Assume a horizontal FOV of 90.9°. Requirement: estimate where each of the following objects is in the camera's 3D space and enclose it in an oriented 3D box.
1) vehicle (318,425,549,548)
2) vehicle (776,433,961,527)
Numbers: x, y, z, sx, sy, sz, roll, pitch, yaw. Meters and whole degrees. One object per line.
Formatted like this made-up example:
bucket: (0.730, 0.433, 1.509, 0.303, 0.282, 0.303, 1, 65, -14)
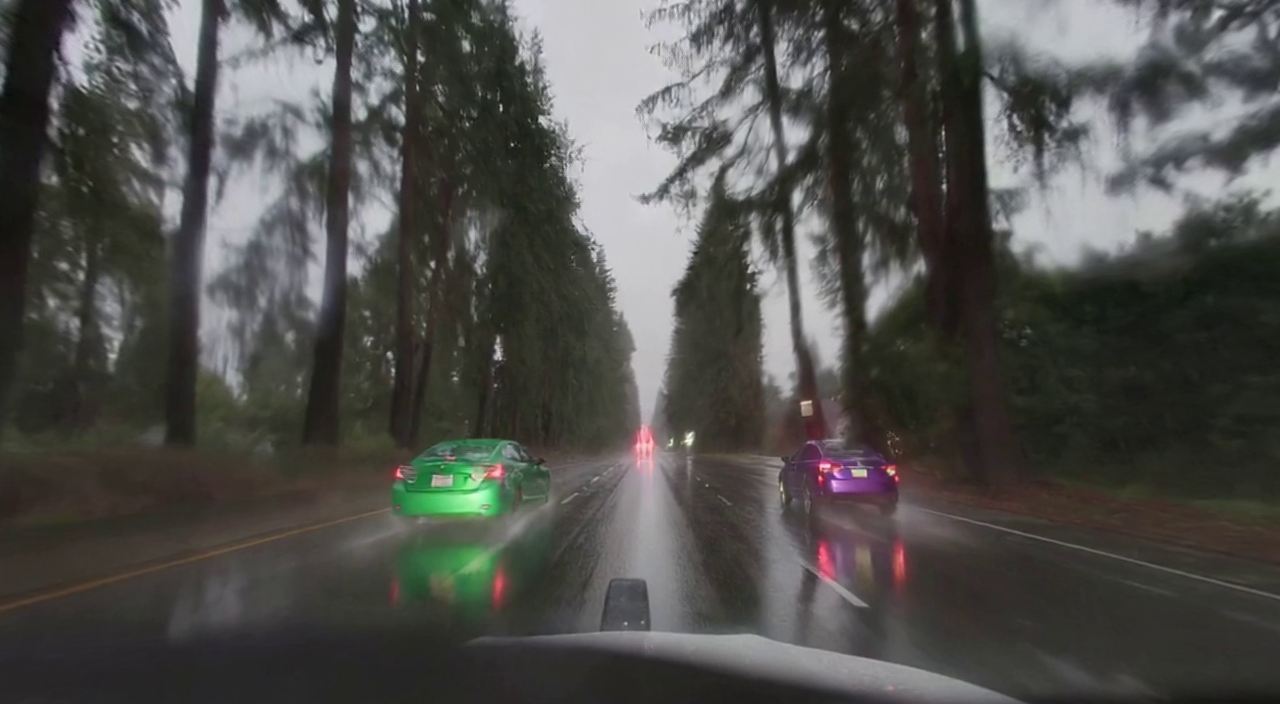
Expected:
vehicle: (-2.978, 2.043, 10.445, 2.206, 1.525, 4.695, -1, -8, 1)
vehicle: (4.167, 2.366, 12.439, 1.943, 1.471, 4.515, -1, -8, 0)
